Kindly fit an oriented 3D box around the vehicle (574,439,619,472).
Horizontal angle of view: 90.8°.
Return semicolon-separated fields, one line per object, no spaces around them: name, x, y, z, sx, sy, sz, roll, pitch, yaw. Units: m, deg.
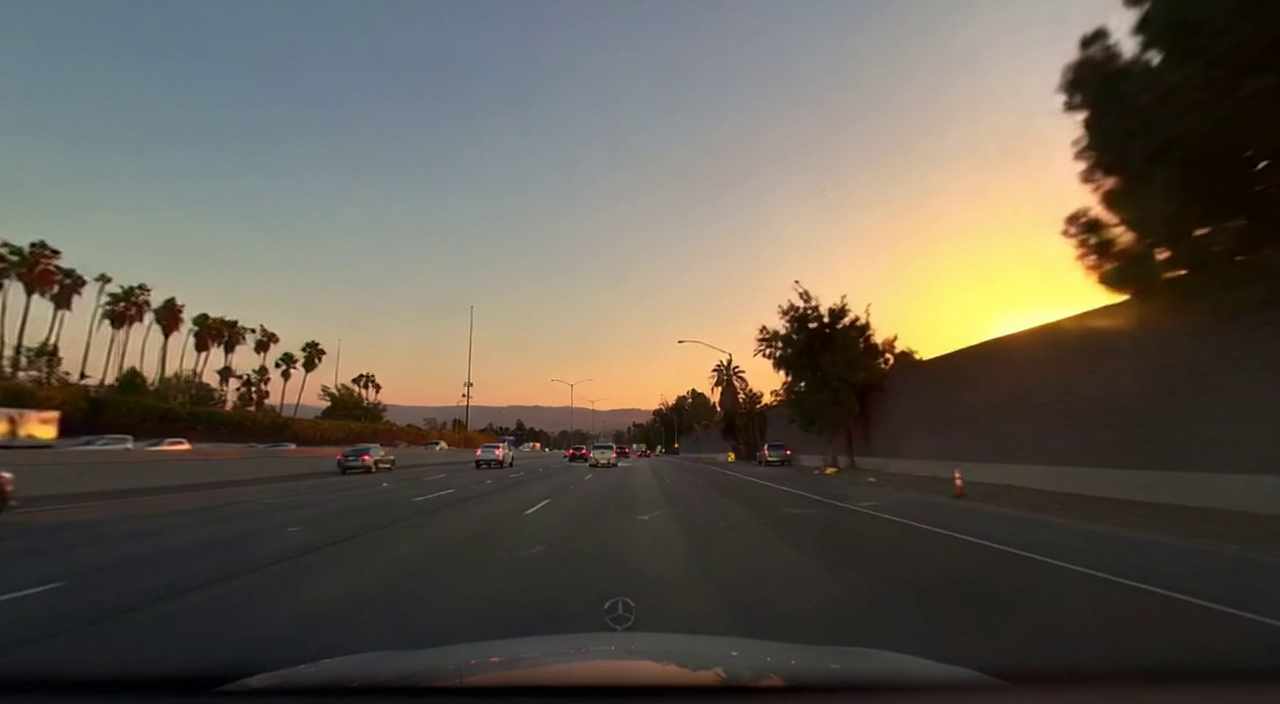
vehicle;-2.330;5.698;34.935;2.201;1.672;4.128;0;-9;0

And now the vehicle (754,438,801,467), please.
vehicle;10.190;7.552;47.434;2.302;2.014;5.925;0;-9;1

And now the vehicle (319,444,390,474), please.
vehicle;-16.413;6.178;36.630;1.916;1.610;4.445;0;-9;2

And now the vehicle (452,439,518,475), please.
vehicle;-7.802;5.340;32.213;2.204;1.677;4.438;0;-9;1
